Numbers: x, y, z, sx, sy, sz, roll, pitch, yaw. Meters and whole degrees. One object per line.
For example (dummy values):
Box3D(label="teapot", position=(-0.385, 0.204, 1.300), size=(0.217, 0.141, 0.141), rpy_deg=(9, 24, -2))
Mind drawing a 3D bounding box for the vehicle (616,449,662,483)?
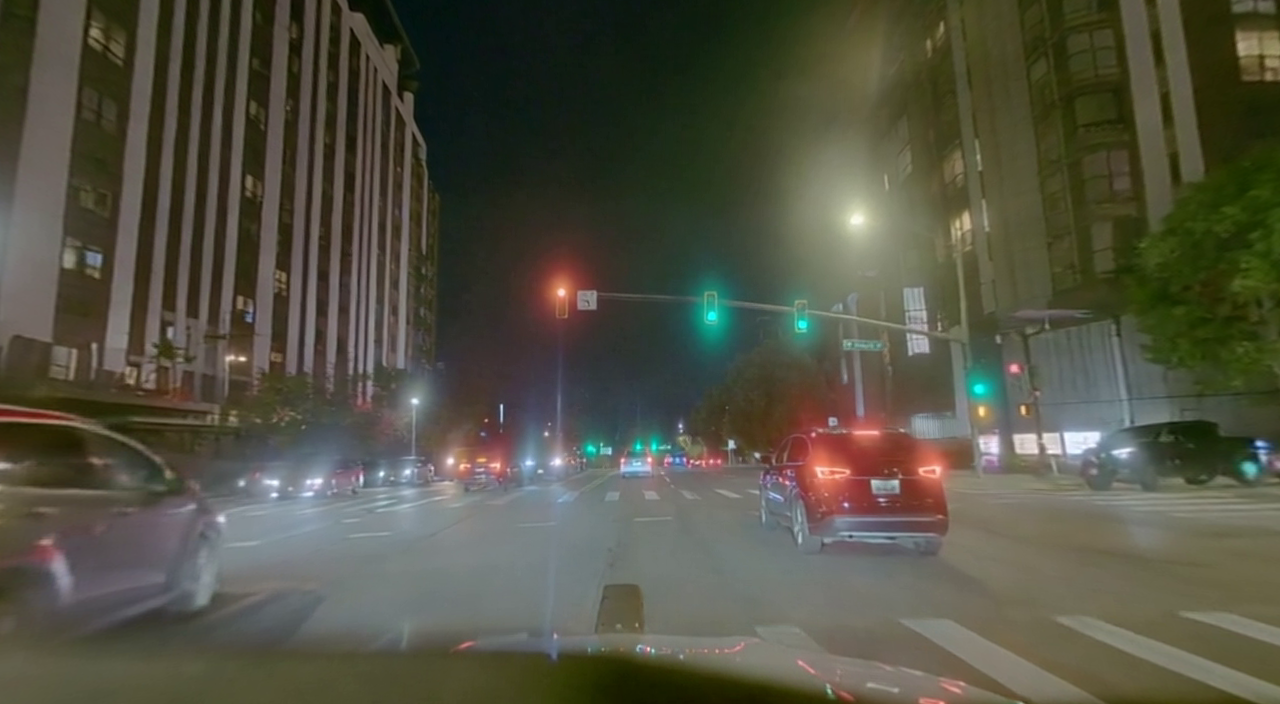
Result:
Box3D(label="vehicle", position=(-0.062, 5.495, 30.660), size=(2.059, 1.492, 4.033), rpy_deg=(0, -9, -1))

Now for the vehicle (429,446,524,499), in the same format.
Box3D(label="vehicle", position=(-5.582, 4.171, 22.196), size=(2.062, 1.532, 4.830), rpy_deg=(-3, -9, 0))

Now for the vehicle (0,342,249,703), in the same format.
Box3D(label="vehicle", position=(-4.111, 1.044, 3.559), size=(2.031, 1.873, 4.581), rpy_deg=(2, -9, -17))

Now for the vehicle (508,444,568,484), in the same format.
Box3D(label="vehicle", position=(-5.030, 5.593, 31.904), size=(2.275, 1.816, 4.923), rpy_deg=(0, -9, -1))

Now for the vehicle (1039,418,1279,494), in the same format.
Box3D(label="vehicle", position=(15.244, 2.975, 18.283), size=(5.888, 1.985, 2.357), rpy_deg=(0, -9, -6))

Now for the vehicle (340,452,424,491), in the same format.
Box3D(label="vehicle", position=(-11.944, 5.513, 29.610), size=(2.183, 1.630, 4.221), rpy_deg=(0, -9, -1))

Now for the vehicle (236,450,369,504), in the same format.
Box3D(label="vehicle", position=(-11.796, 4.357, 22.586), size=(2.001, 1.638, 4.980), rpy_deg=(-1, -9, 0))

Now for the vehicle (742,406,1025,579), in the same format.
Box3D(label="vehicle", position=(3.054, 1.888, 9.334), size=(2.129, 1.844, 4.767), rpy_deg=(0, -9, -2))
